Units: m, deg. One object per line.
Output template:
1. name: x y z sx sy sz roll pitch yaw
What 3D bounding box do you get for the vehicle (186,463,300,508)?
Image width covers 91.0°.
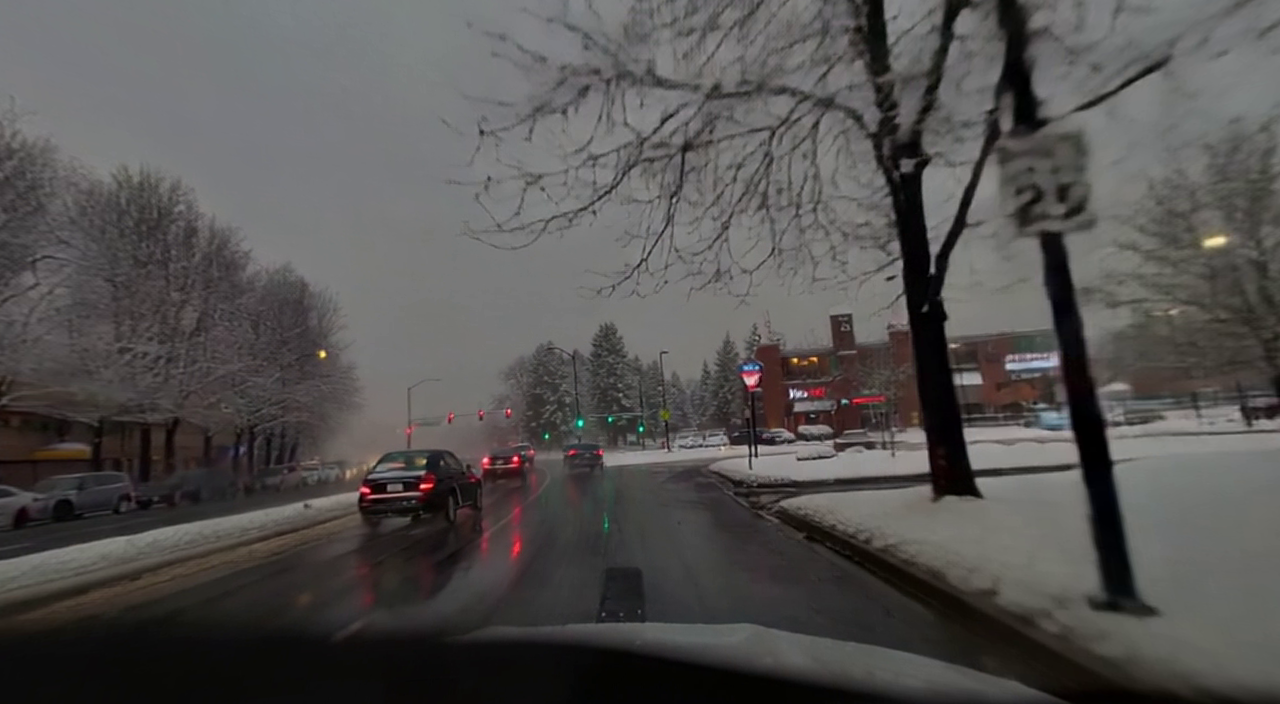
1. vehicle: -16.210 5.452 26.037 2.010 1.530 4.534 1 -9 -4

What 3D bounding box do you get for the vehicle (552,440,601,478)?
1. vehicle: -3.172 5.201 30.876 2.144 1.704 4.028 2 -9 -8

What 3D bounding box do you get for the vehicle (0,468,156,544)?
1. vehicle: -15.786 3.969 16.810 1.968 1.574 4.683 0 -9 0

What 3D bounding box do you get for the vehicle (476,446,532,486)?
1. vehicle: -5.796 4.891 27.360 1.974 1.549 4.603 2 -9 -7

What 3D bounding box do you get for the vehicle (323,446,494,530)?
1. vehicle: -4.846 2.889 14.202 2.090 1.506 5.326 1 -9 -3
